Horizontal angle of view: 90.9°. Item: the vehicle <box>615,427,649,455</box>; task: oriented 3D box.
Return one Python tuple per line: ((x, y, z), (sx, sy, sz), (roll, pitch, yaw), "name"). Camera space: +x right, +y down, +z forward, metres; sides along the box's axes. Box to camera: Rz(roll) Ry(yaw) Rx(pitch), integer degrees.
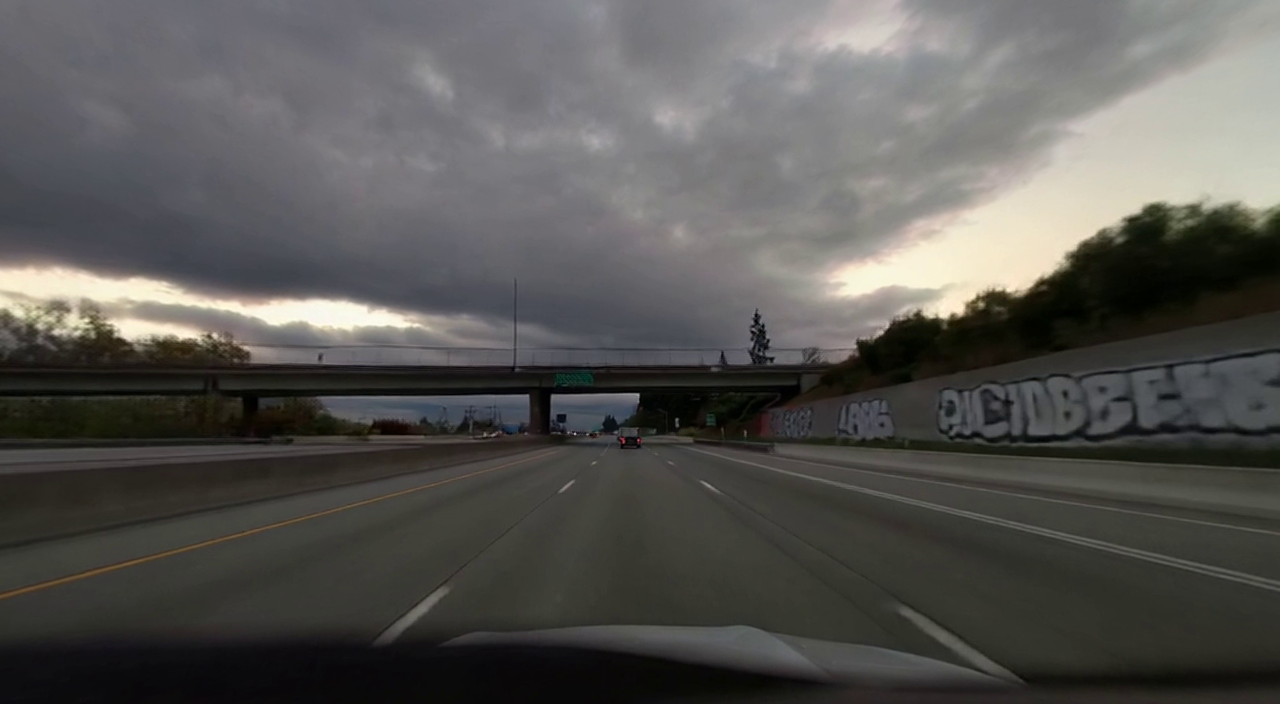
((-0.624, 6.400, 45.396), (2.277, 1.913, 4.510), (0, -8, -2), "vehicle")
